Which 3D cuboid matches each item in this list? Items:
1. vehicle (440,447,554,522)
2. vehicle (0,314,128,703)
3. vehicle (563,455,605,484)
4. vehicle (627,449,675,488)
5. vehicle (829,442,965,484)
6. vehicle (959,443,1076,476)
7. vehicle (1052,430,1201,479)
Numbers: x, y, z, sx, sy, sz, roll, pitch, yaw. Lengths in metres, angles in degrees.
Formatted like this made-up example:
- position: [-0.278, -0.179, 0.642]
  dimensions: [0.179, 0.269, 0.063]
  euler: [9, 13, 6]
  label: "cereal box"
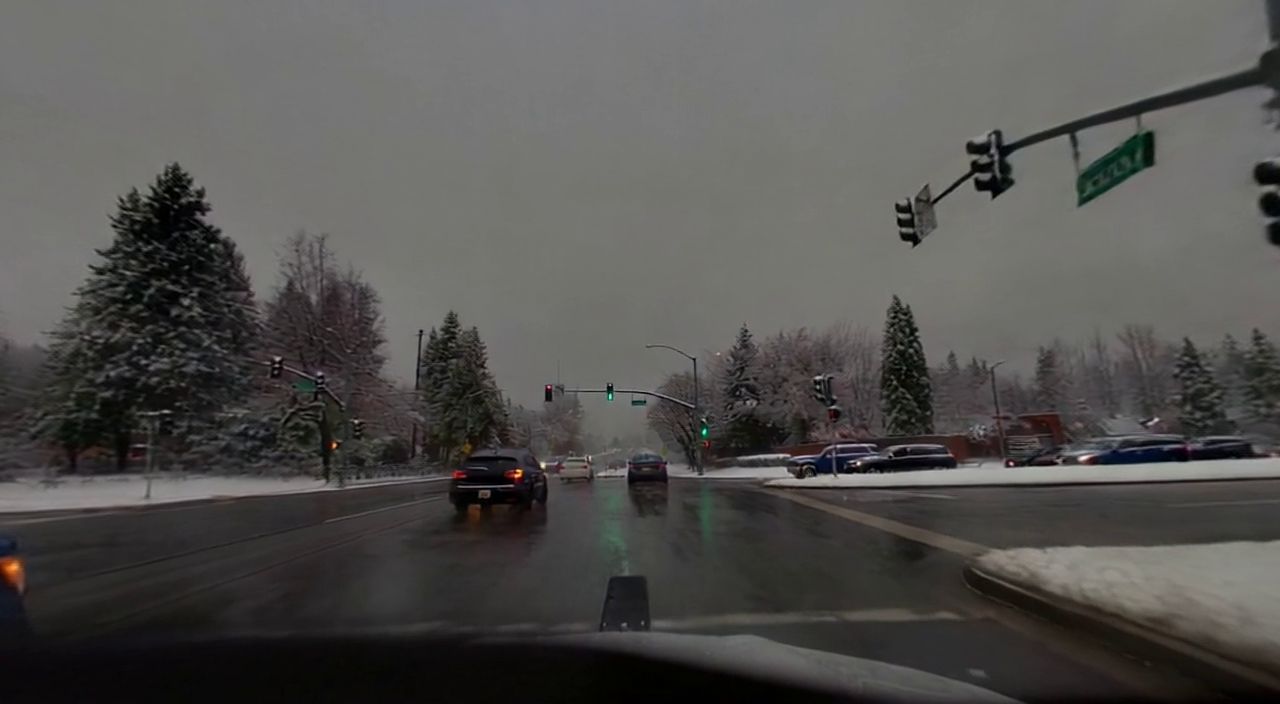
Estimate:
- position: [-3.325, 3.128, 15.355]
  dimensions: [1.960, 1.528, 3.490]
  euler: [-1, -8, 0]
  label: "vehicle"
- position: [-3.199, 0.514, 0.164]
  dimensions: [2.190, 1.766, 4.649]
  euler: [-1, -8, 0]
  label: "vehicle"
- position: [-3.281, 6.975, 37.730]
  dimensions: [2.013, 1.474, 4.393]
  euler: [-1, -8, 1]
  label: "vehicle"
- position: [0.522, 5.610, 30.756]
  dimensions: [2.163, 1.678, 3.846]
  euler: [-1, -8, 0]
  label: "vehicle"
- position: [11.029, 4.816, 27.316]
  dimensions: [4.875, 1.473, 2.077]
  euler: [-3, -11, -1]
  label: "vehicle"
- position: [18.633, 5.309, 31.284]
  dimensions: [4.478, 1.495, 2.063]
  euler: [-1, -8, 0]
  label: "vehicle"
- position: [21.049, 4.442, 27.457]
  dimensions: [4.585, 1.681, 2.140]
  euler: [-4, -8, 0]
  label: "vehicle"
